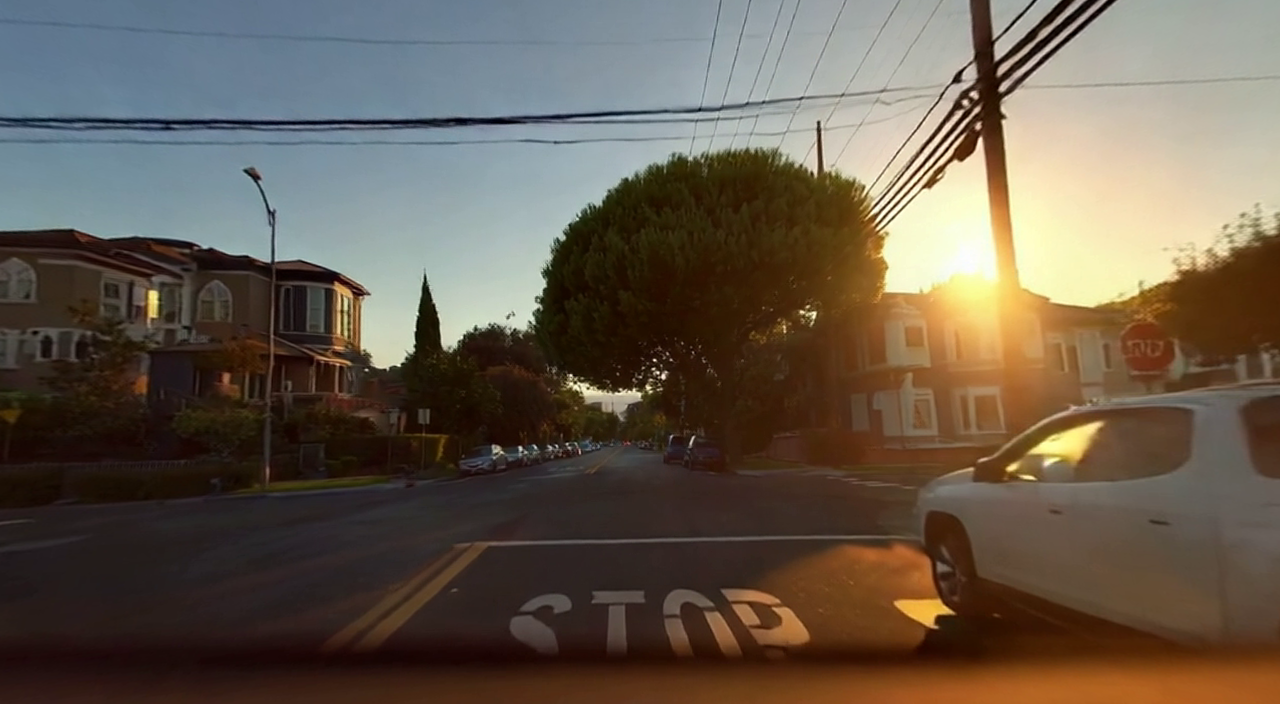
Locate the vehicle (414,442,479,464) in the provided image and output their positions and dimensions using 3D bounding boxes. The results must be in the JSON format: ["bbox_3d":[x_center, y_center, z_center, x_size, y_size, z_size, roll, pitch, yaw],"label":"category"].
[{"bbox_3d":[-13.533,7.087,44.337,3.905,1.480,1.892,0,-9,-1],"label":"vehicle"}]

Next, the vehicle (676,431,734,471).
[{"bbox_3d":[2.978,4.659,29.908,2.114,1.708,4.474,0,-8,-2],"label":"vehicle"}]

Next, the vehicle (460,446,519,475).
[{"bbox_3d":[-7.320,5.300,31.132,1.926,1.307,3.909,0,-9,0],"label":"vehicle"}]

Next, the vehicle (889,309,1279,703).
[{"bbox_3d":[3.168,0.850,3.046,2.035,1.708,4.355,0,-9,-2],"label":"vehicle"}]
